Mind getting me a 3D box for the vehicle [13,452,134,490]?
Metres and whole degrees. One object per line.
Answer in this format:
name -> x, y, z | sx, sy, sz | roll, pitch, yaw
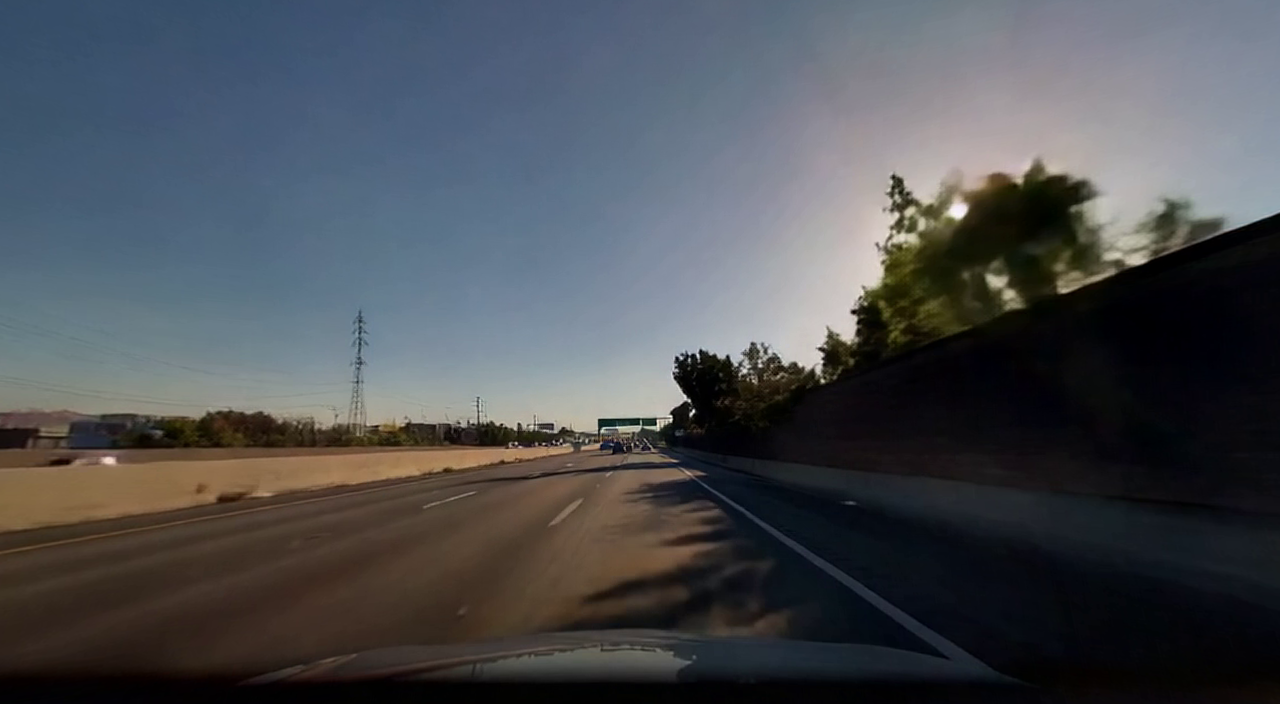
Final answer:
vehicle -> -28.547, 5.978, 32.011 | 1.941, 1.688, 4.481 | 0, -8, 1
